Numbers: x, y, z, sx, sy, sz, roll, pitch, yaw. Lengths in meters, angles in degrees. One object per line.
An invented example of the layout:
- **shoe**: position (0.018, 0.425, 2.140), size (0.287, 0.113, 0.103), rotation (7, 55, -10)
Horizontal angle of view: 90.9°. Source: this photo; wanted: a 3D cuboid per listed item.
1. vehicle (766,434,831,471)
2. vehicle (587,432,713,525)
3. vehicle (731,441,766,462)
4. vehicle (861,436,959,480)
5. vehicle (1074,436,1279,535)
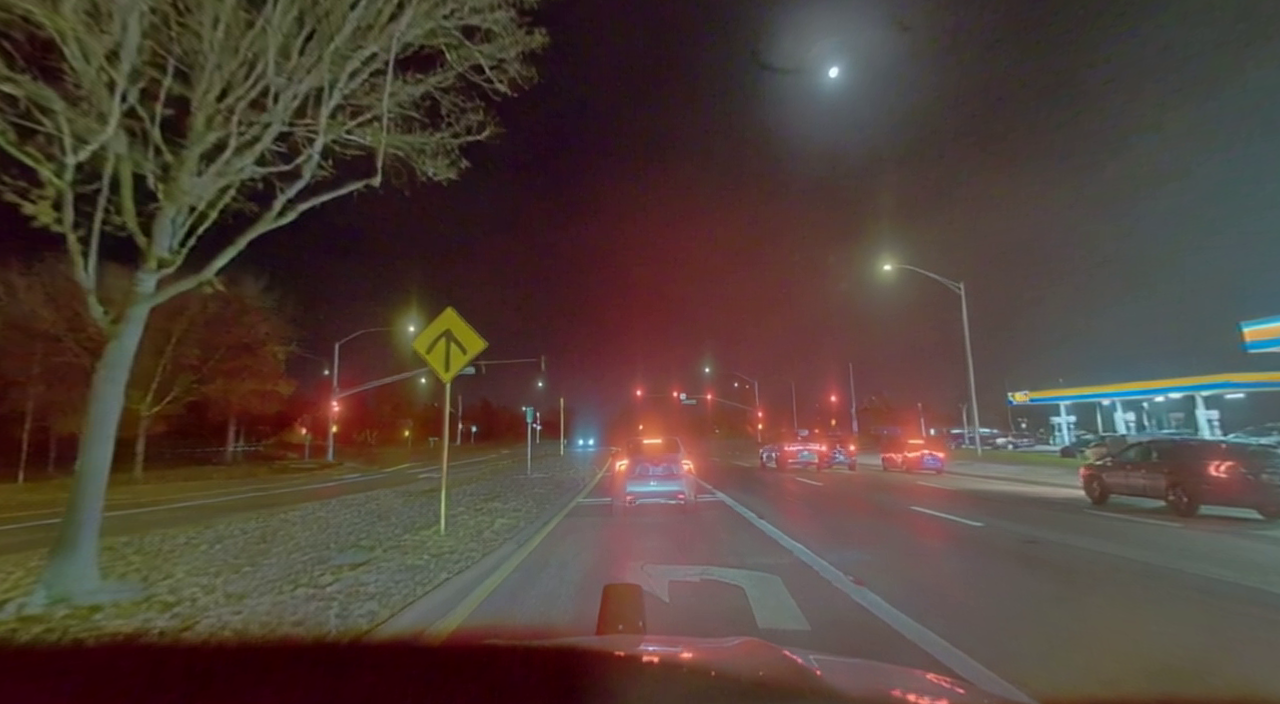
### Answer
- **vehicle**: position (7.854, 5.043, 31.737), size (1.991, 1.695, 4.357), rotation (0, -9, -2)
- **vehicle**: position (0.131, 2.358, 12.291), size (2.032, 1.461, 4.173), rotation (0, -9, -1)
- **vehicle**: position (7.461, 6.896, 43.684), size (1.716, 1.400, 3.921), rotation (0, -9, 0)
- **vehicle**: position (10.794, 4.276, 25.615), size (1.976, 1.584, 4.516), rotation (0, -9, 0)
- **vehicle**: position (10.636, 2.344, 11.685), size (1.880, 1.472, 4.694), rotation (0, -9, 0)
